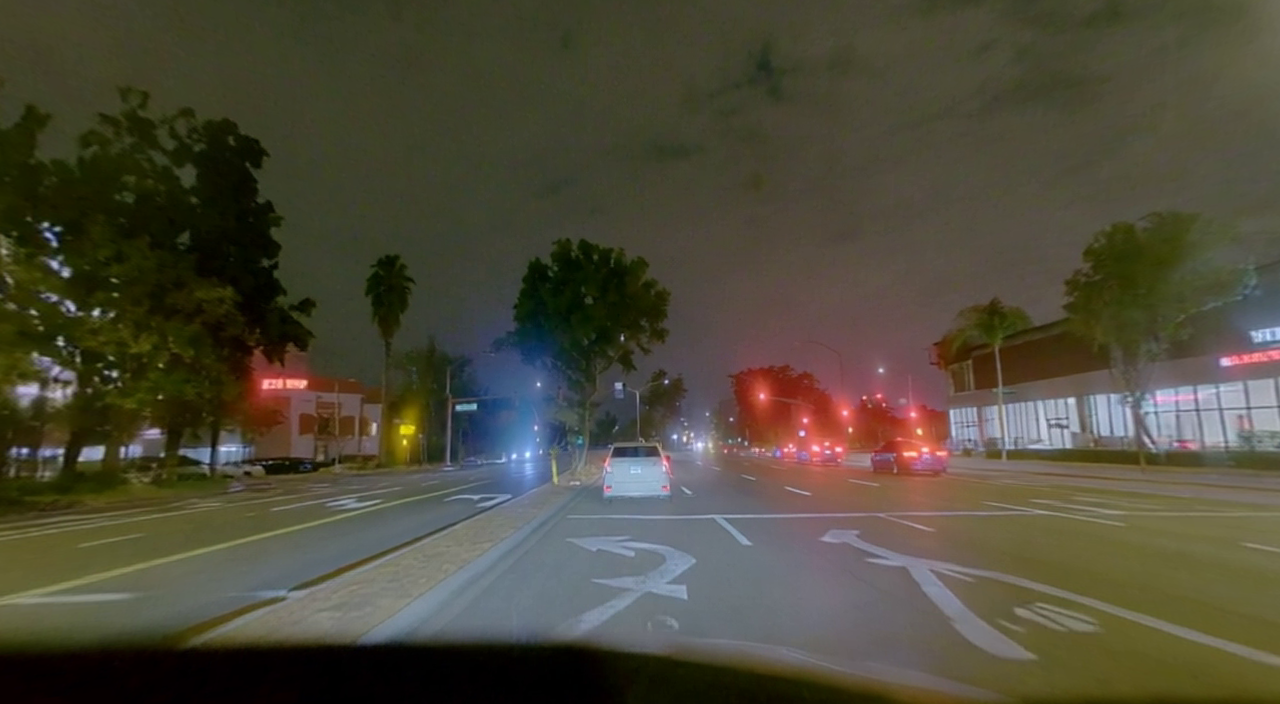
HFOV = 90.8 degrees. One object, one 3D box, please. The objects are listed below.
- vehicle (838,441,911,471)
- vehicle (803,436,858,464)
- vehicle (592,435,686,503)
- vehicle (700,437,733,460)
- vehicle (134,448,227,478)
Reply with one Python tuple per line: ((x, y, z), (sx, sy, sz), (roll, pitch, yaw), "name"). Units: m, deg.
((12.485, 5.539, 33.960), (2.059, 1.482, 4.568), (0, -9, -2), "vehicle")
((12.964, 6.726, 43.349), (1.981, 1.746, 5.375), (0, -9, -1), "vehicle")
((-0.064, 2.894, 15.985), (2.064, 1.477, 3.968), (0, -9, -1), "vehicle")
((5.982, 7.608, 49.956), (1.957, 1.755, 4.331), (0, -9, -1), "vehicle")
((-30.325, 7.322, 41.906), (4.758, 1.809, 2.114), (6, -10, -33), "vehicle")
